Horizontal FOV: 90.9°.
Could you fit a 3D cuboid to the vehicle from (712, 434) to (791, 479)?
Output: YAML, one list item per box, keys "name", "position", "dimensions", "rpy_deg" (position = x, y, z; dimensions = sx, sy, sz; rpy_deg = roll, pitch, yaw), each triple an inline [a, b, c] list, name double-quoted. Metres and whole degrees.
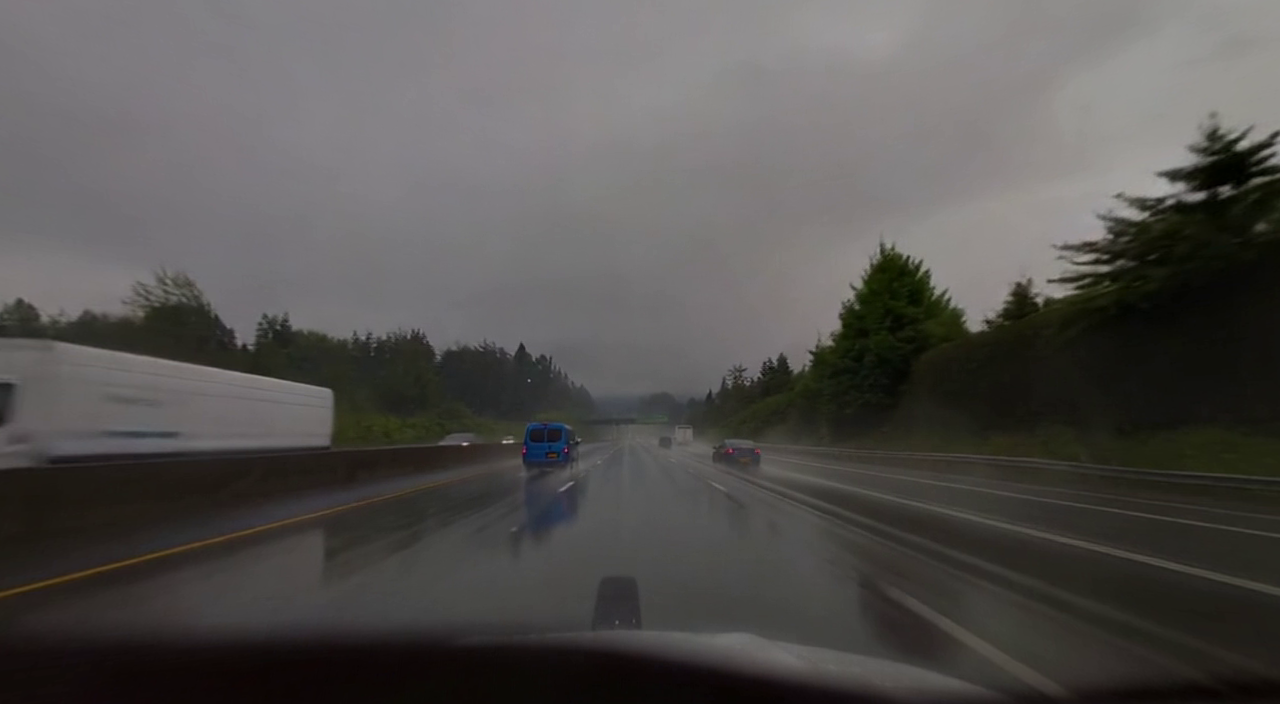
- name: "vehicle"
  position: [3.879, 3.685, 22.646]
  dimensions: [2.020, 1.464, 3.803]
  rpy_deg: [0, -8, -2]

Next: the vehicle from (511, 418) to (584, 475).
- name: "vehicle"
  position: [-3.584, 3.767, 25.414]
  dimensions: [2.275, 2.053, 5.082]
  rpy_deg: [0, -8, -1]

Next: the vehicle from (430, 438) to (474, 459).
- name: "vehicle"
  position: [-12.783, 6.558, 43.066]
  dimensions: [1.789, 1.377, 3.840]
  rpy_deg: [0, -8, 0]

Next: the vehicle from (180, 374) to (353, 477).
- name: "vehicle"
  position: [-16.276, 3.384, 28.540]
  dimensions: [2.838, 3.917, 8.722]
  rpy_deg: [1, -8, -4]

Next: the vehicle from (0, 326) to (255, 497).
- name: "vehicle"
  position: [-15.937, 1.883, 18.282]
  dimensions: [2.954, 3.813, 10.753]
  rpy_deg: [0, -8, -1]
